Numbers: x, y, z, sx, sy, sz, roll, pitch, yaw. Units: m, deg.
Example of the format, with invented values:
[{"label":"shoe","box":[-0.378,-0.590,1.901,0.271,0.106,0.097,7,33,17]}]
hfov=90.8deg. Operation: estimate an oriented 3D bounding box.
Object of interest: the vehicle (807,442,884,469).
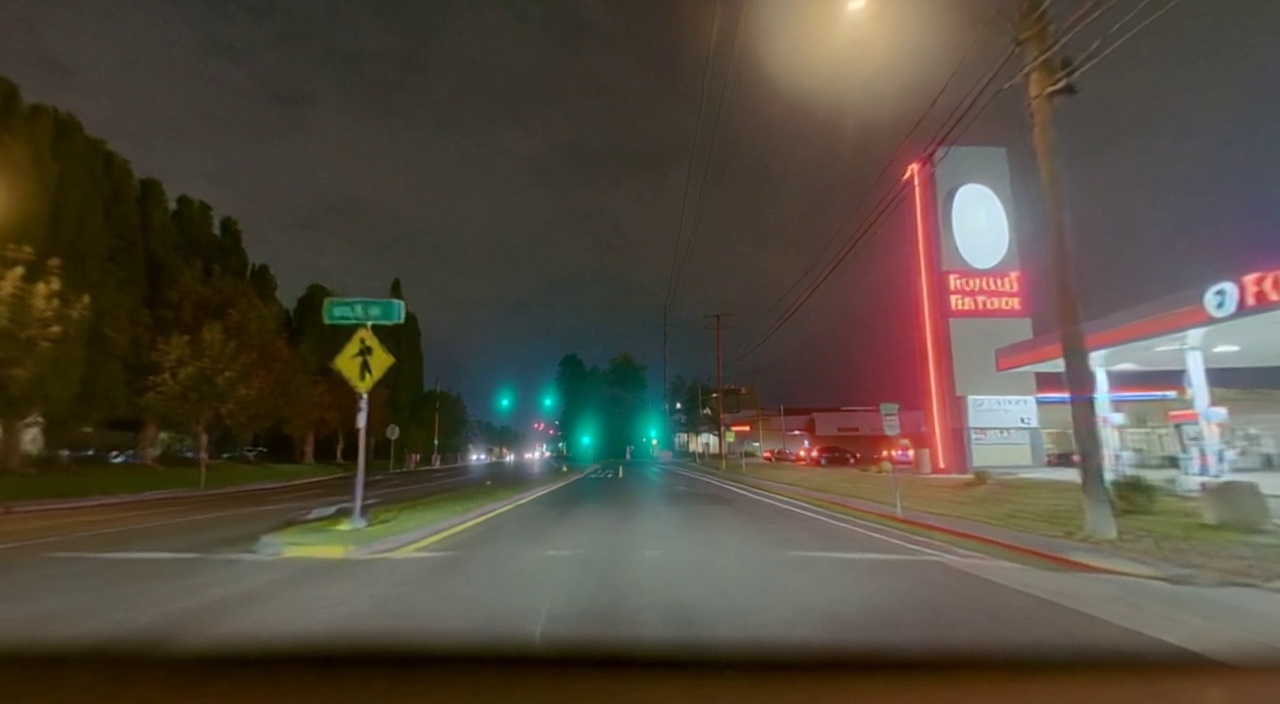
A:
[{"label":"vehicle","box":[15.193,7.690,46.859,4.996,1.720,2.027,1,-12,2]}]

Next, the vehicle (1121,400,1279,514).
[{"label":"vehicle","box":[17.932,3.074,18.769,2.642,2.930,5.826,0,-8,1]}]

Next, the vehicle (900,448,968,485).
[{"label":"vehicle","box":[16.534,6.359,35.418,2.086,1.845,4.694,-8,-11,41]}]

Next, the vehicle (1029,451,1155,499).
[{"label":"vehicle","box":[18.024,4.862,25.503,2.041,1.674,4.301,2,-9,2]}]
